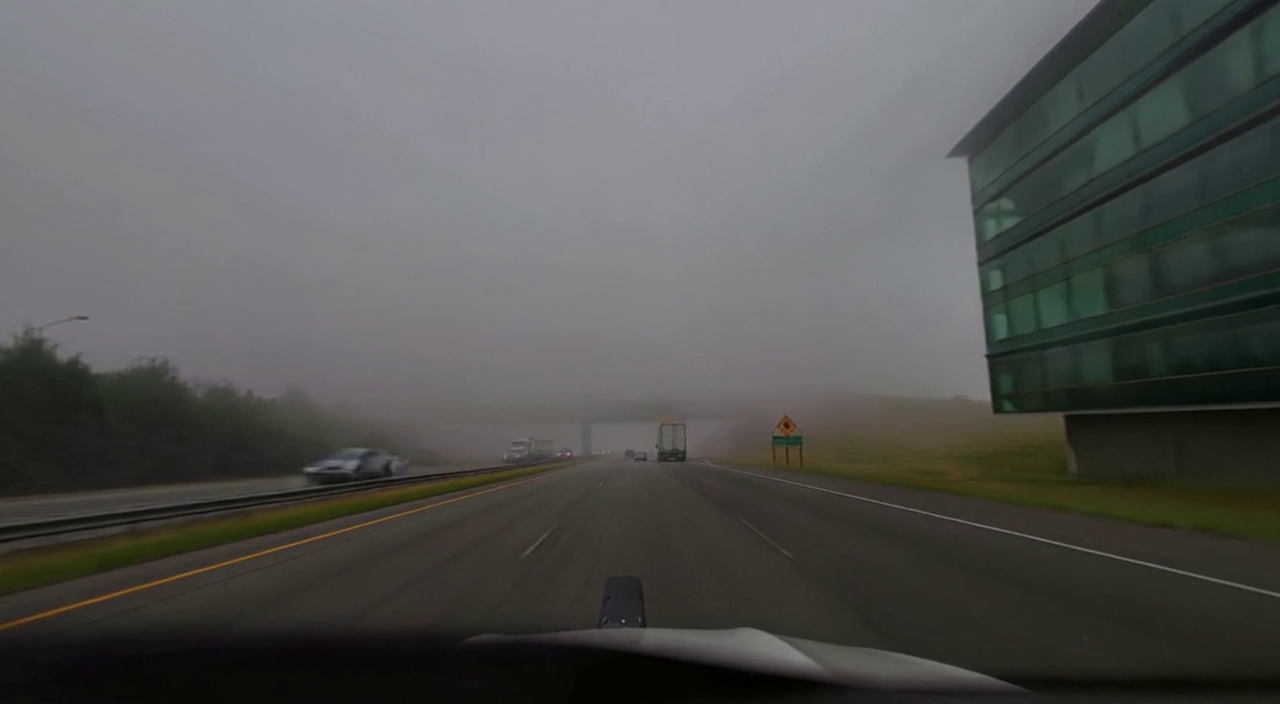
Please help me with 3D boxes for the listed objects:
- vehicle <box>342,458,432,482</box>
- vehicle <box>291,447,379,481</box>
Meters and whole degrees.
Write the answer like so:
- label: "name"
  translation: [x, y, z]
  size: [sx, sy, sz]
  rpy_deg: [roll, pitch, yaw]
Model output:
- label: "vehicle"
  translation: [-15.113, 7.095, 38.217]
  size: [2.570, 1.155, 6.956]
  rpy_deg: [0, -9, 0]
- label: "vehicle"
  translation: [-15.118, 5.582, 31.595]
  size: [1.949, 1.549, 4.819]
  rpy_deg: [0, -9, 1]
